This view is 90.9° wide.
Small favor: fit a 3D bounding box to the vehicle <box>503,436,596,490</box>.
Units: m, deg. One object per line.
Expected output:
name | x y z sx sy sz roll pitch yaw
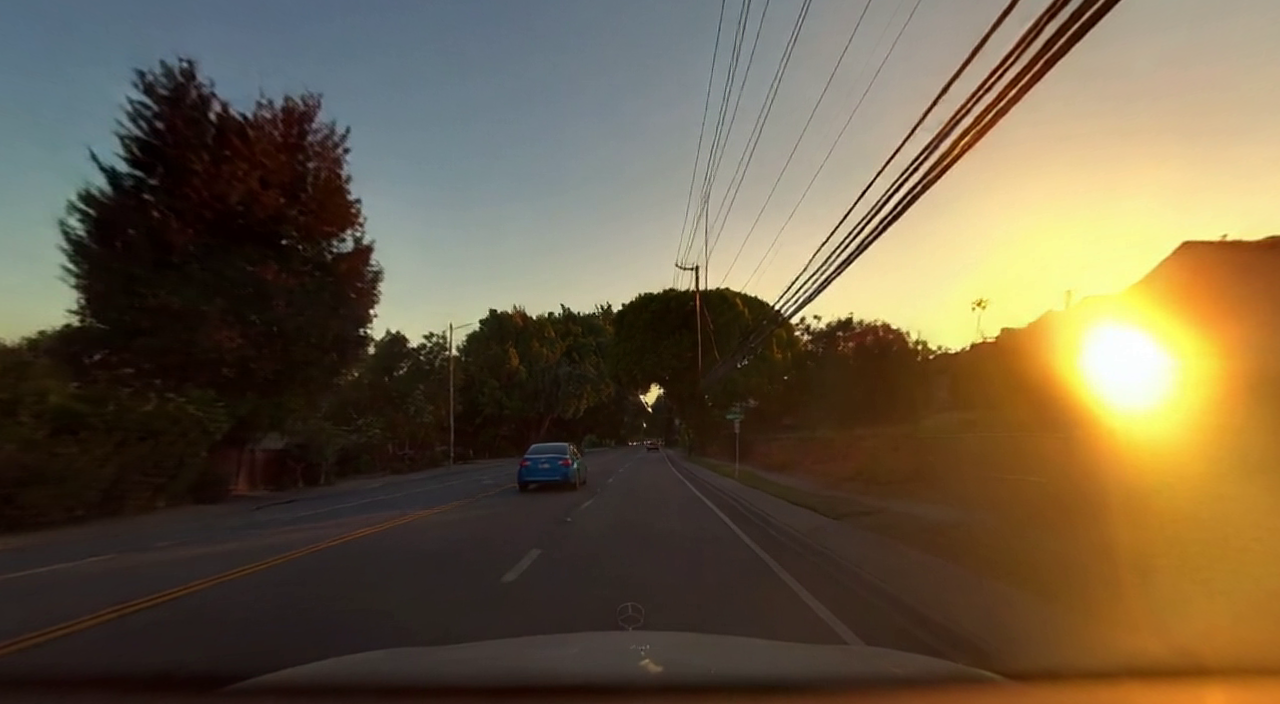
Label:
vehicle | -2.738 3.512 20.350 2.085 1.512 5.023 -1 -8 2
